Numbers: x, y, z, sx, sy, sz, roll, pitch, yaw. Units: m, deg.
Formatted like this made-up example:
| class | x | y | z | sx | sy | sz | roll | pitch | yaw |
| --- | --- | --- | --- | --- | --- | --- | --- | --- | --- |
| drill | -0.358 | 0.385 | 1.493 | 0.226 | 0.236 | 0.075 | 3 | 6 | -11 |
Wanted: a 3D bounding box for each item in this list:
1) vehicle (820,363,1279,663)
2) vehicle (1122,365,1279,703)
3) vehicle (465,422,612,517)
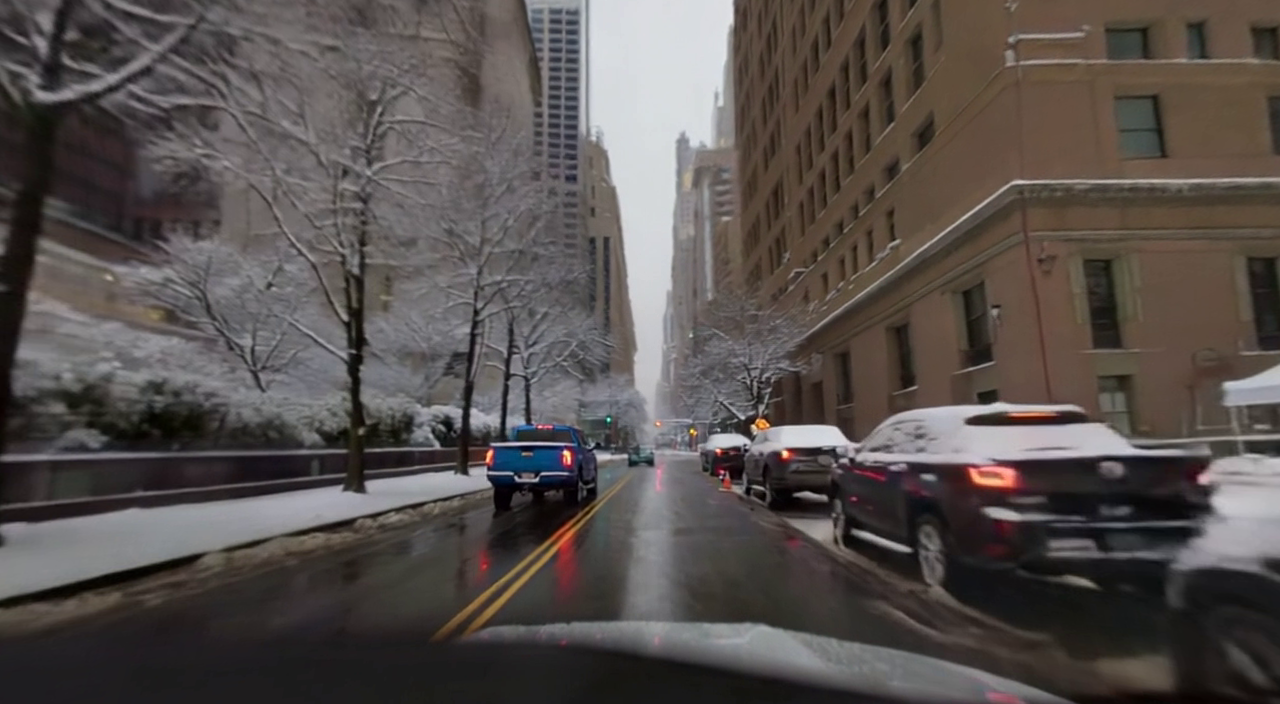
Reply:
| class | x | y | z | sx | sy | sz | roll | pitch | yaw |
| --- | --- | --- | --- | --- | --- | --- | --- | --- | --- |
| vehicle | 3.568 | 1.375 | 6.471 | 2.073 | 1.887 | 4.825 | -1 | -9 | 1 |
| vehicle | 3.278 | 0.642 | 0.962 | 2.023 | 1.607 | 4.225 | -1 | -9 | 6 |
| vehicle | -2.261 | 2.891 | 16.079 | 2.452 | 1.954 | 5.653 | -1 | -9 | 4 |
